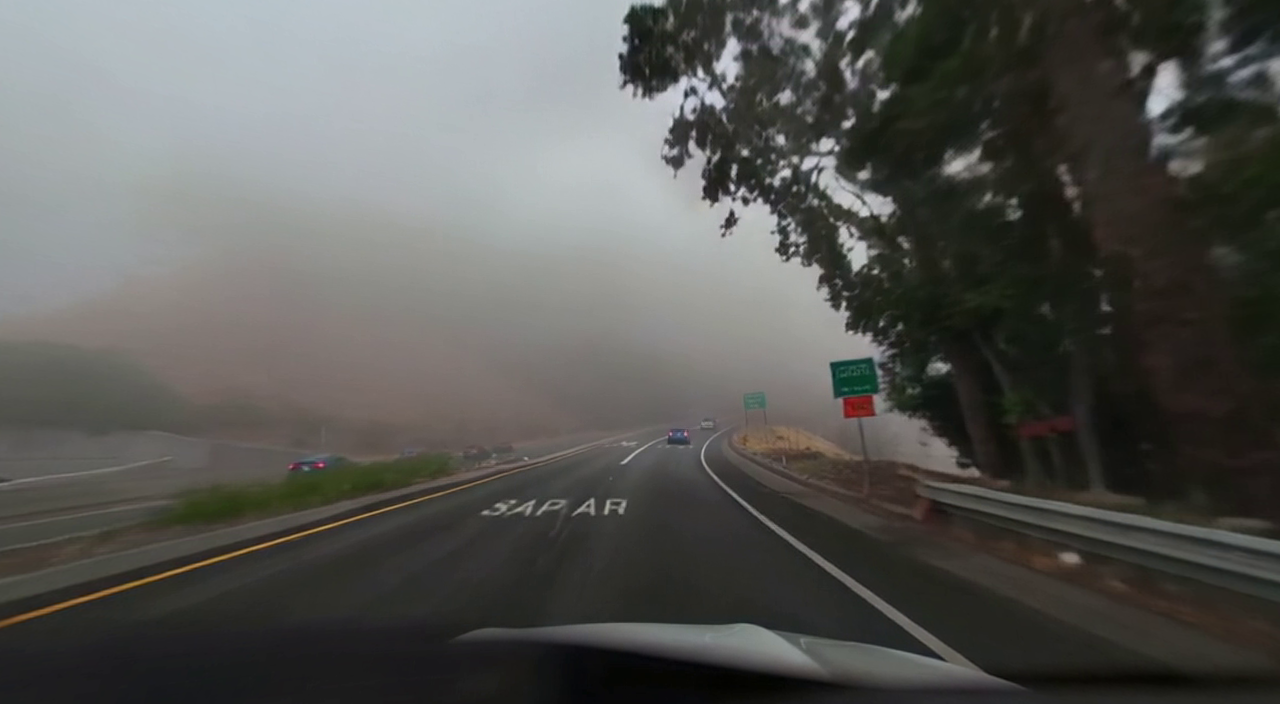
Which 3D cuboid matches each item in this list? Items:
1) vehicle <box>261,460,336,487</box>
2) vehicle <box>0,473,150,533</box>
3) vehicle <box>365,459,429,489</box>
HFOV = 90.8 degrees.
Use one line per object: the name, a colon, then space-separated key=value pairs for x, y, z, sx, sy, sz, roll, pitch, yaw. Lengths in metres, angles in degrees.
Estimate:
vehicle: x=-24.695 y=8.785 z=46.008 sx=2.281 sy=1.759 sz=5.531 roll=0 pitch=-8 yaw=1
vehicle: x=-20.060 y=5.218 z=22.289 sx=1.956 sy=1.716 sz=4.330 roll=-1 pitch=-9 yaw=2
vehicle: x=-15.694 y=7.887 z=41.144 sx=2.227 sy=1.760 sz=4.507 roll=-1 pitch=-8 yaw=2
